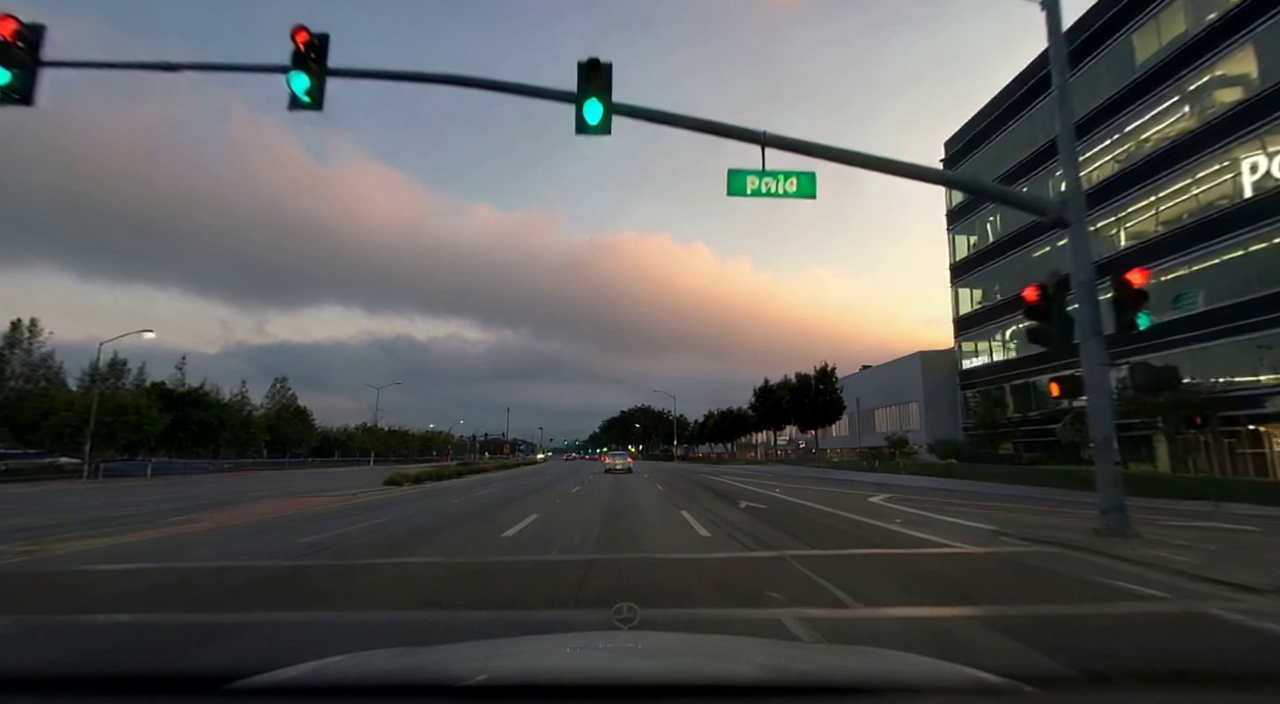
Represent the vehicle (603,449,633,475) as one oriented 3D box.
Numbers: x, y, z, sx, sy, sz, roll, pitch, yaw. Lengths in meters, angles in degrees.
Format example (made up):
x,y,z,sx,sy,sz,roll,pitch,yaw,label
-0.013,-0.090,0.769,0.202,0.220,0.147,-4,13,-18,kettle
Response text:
x,y,z,sx,sy,sz,roll,pitch,yaw,label
-1.632,7.821,45.068,2.038,1.682,3.844,0,-8,-4,vehicle
